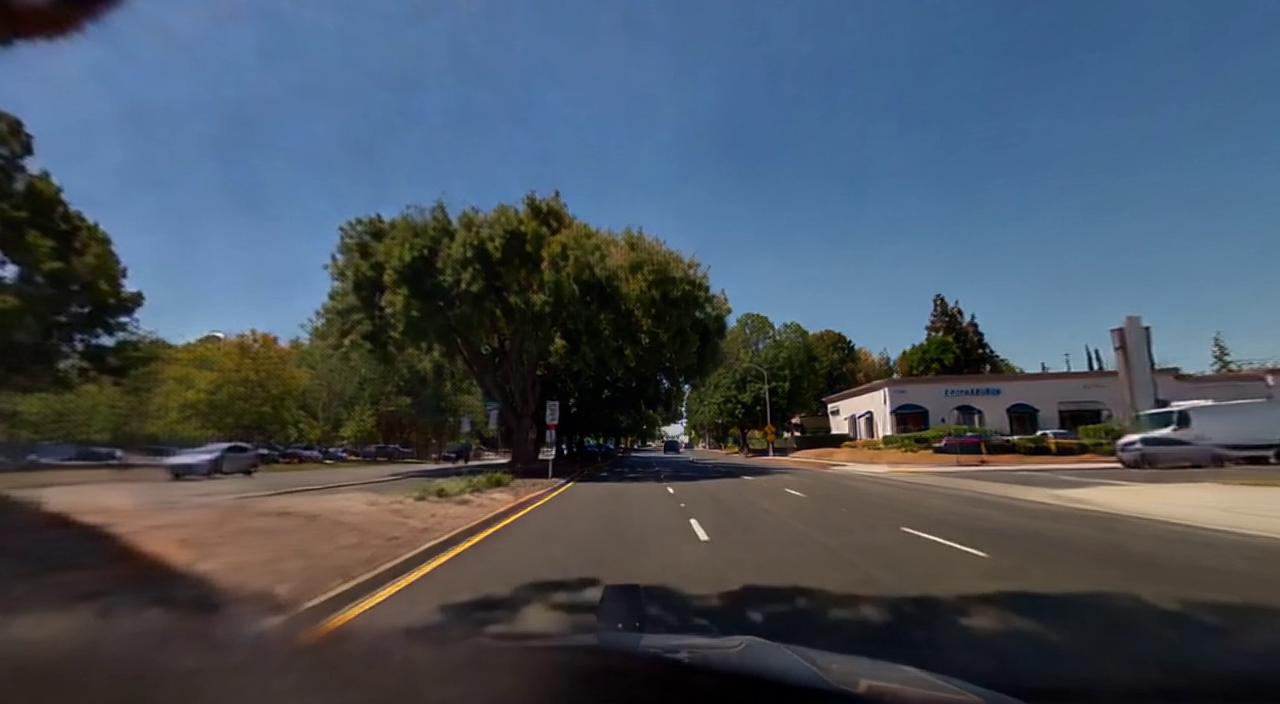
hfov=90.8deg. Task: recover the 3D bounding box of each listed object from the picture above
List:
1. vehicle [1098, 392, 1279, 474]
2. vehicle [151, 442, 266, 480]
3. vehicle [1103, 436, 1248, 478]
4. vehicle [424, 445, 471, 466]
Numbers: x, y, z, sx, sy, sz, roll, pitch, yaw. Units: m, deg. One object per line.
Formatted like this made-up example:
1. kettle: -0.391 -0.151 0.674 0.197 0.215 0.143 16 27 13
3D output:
1. vehicle: 29.910 3.986 31.696 11.456 3.682 3.010 -2 -7 -2
2. vehicle: -18.310 4.632 27.084 1.881 1.507 4.234 0 -9 0
3. vehicle: 21.666 4.241 25.656 4.319 1.624 1.988 1 -9 -7
4. vehicle: -14.354 7.727 47.388 1.967 1.453 4.539 0 -9 2
